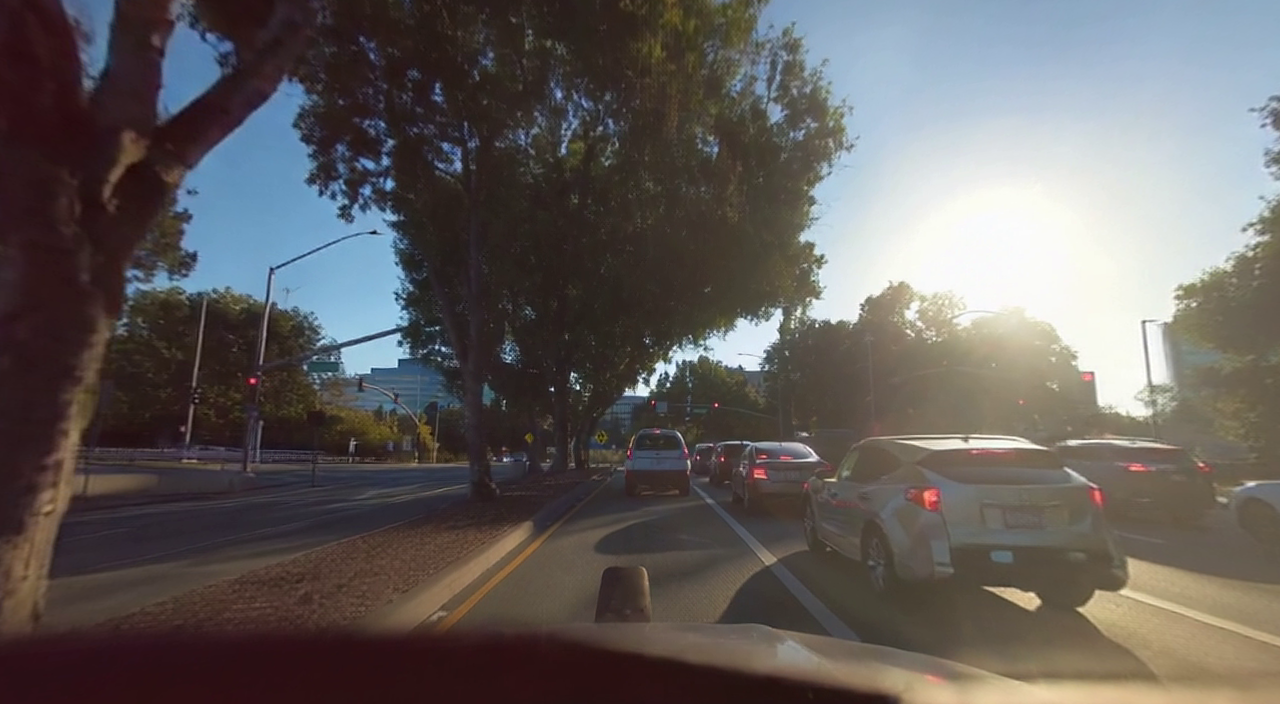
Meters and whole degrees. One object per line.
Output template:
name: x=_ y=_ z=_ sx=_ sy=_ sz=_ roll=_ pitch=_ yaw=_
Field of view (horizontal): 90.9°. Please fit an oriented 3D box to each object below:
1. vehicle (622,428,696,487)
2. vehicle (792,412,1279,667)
vehicle: x=0.570 y=3.566 z=21.611 sx=2.245 sy=1.800 sz=4.522 roll=0 pitch=-8 yaw=0
vehicle: x=2.996 y=1.456 z=6.066 sx=2.078 sy=1.578 sz=4.107 roll=0 pitch=-8 yaw=1
